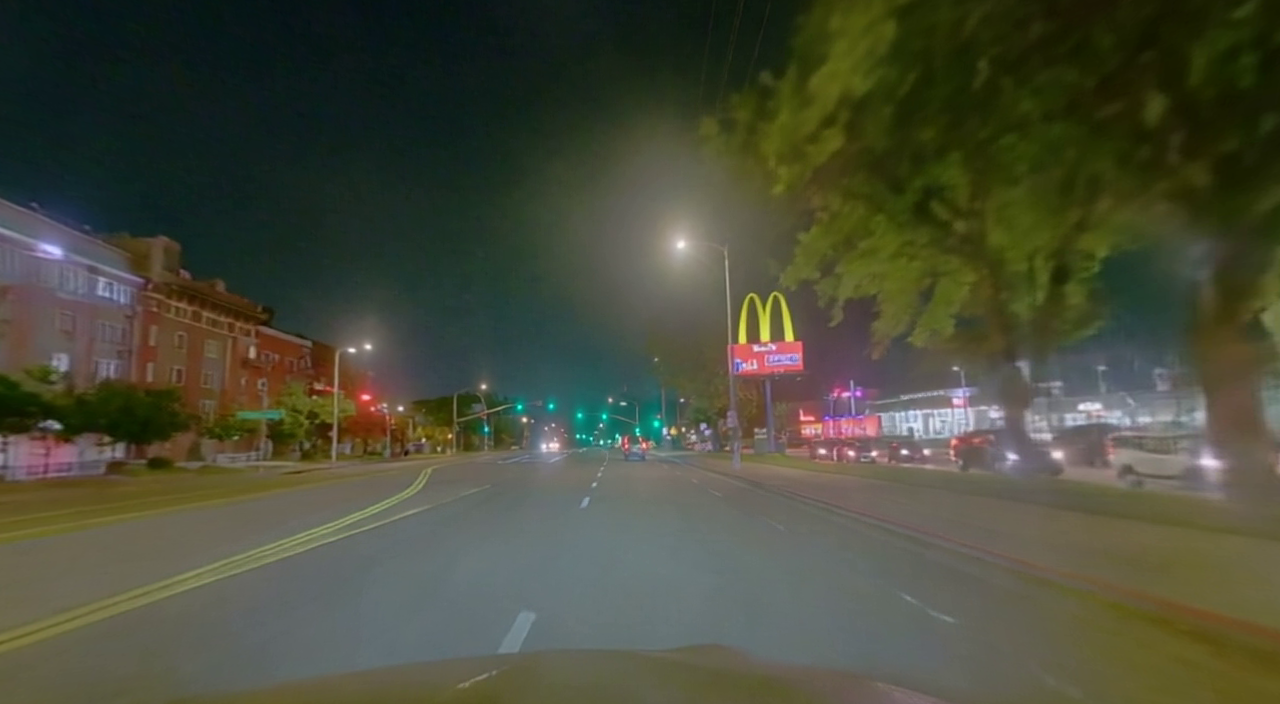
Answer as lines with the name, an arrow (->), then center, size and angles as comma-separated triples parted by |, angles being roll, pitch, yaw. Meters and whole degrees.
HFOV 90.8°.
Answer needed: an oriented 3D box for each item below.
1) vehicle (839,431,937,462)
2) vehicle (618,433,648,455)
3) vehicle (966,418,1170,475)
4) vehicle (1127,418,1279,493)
vehicle -> 13.191, 5.027, 33.766 | 4.395, 1.497, 1.975 | -1, -7, -1
vehicle -> -0.582, 7.196, 49.558 | 2.230, 1.683, 4.204 | 0, -8, -2
vehicle -> 13.258, 2.956, 19.837 | 4.769, 1.636, 2.281 | 0, -8, -2
vehicle -> 13.964, 2.313, 14.339 | 4.228, 1.548, 1.881 | 0, -8, -1
